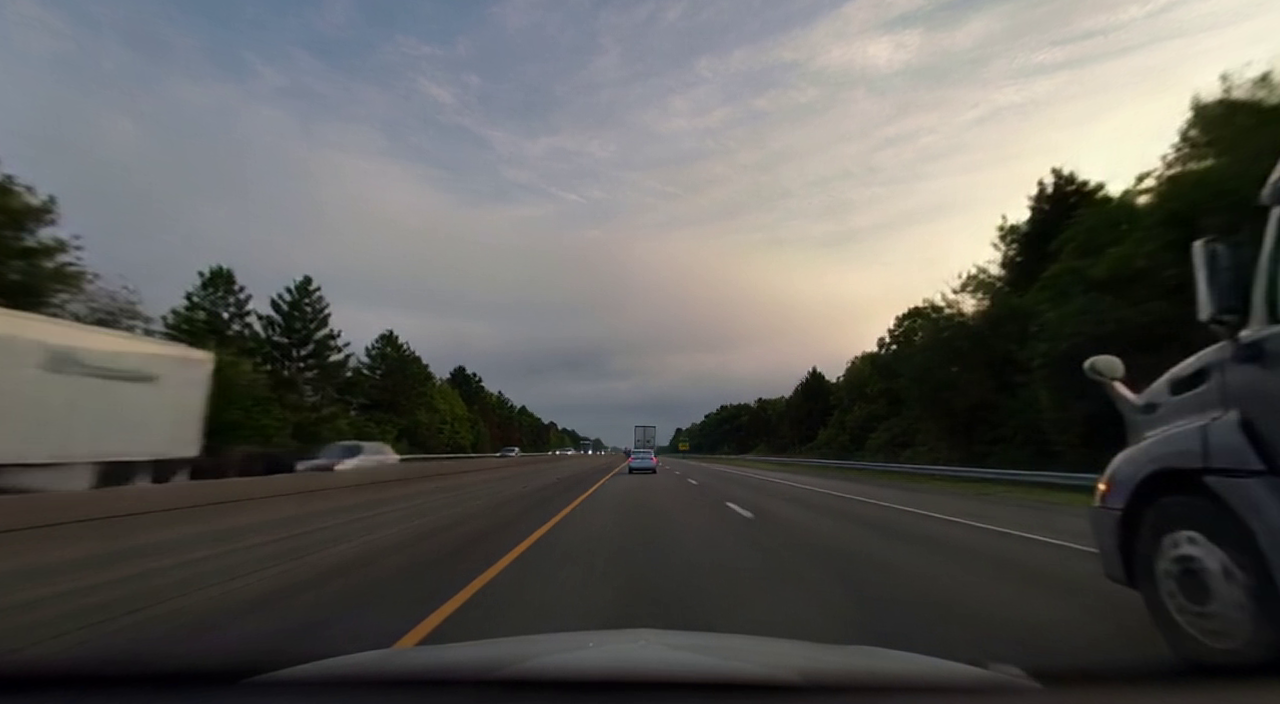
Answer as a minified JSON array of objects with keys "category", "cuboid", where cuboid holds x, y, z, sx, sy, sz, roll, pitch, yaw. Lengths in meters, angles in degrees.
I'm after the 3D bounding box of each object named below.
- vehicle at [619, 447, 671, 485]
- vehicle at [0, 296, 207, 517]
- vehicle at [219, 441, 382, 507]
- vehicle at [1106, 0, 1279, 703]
[{"category":"vehicle","cuboid":[0.185,4.951,27.785,2.114,1.523,4.012,0,-9,-1]},{"category":"vehicle","cuboid":[-13.167,0.994,11.548,2.977,3.982,10.269,0,-9,1]},{"category":"vehicle","cuboid":[-8.458,3.049,16.202,1.851,1.457,4.155,0,-9,0]},{"category":"vehicle","cuboid":[4.367,-0.554,0.684,3.010,3.911,5.858,0,-9,0]}]
